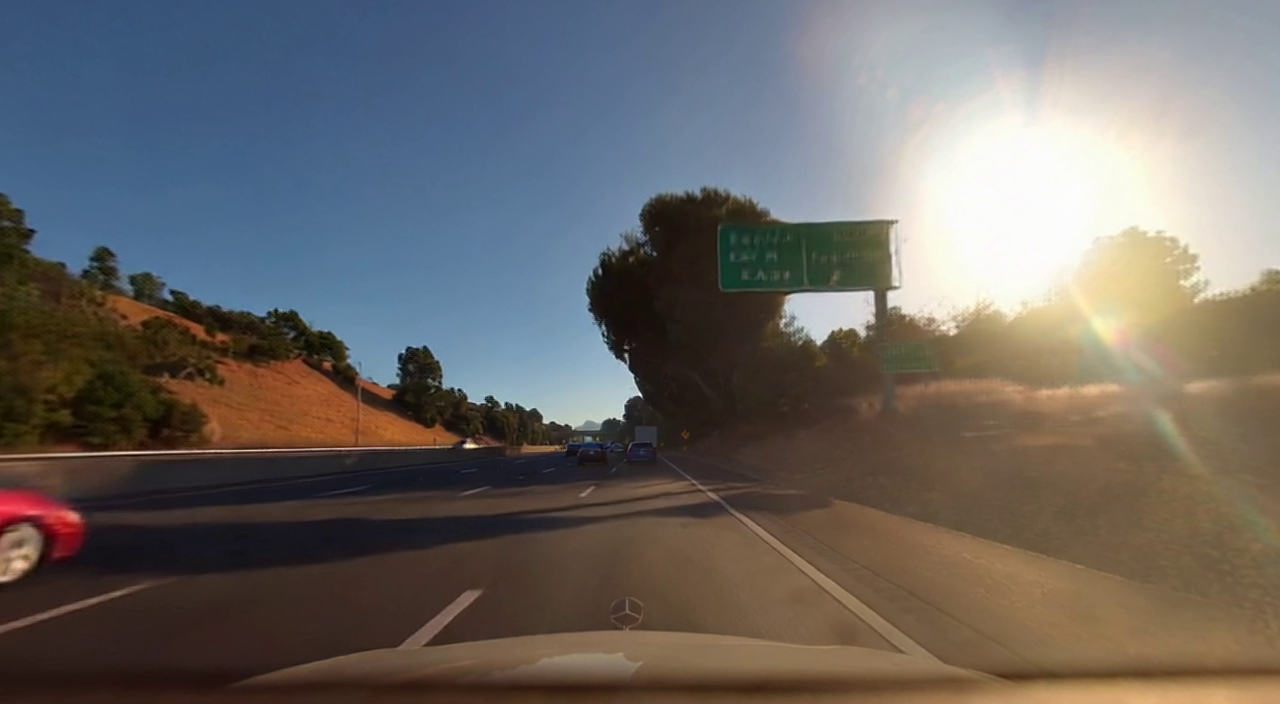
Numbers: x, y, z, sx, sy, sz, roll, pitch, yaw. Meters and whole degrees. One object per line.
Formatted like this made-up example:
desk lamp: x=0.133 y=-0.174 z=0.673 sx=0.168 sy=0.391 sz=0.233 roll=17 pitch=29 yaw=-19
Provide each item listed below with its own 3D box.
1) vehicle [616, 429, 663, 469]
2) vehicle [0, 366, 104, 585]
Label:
vehicle: x=-0.014 y=5.154 z=33.668 sx=2.309 sy=1.915 sz=5.130 roll=0 pitch=-8 yaw=0
vehicle: x=-6.910 y=0.840 z=3.800 sx=2.323 sy=1.947 sz=5.672 roll=0 pitch=-8 yaw=0
